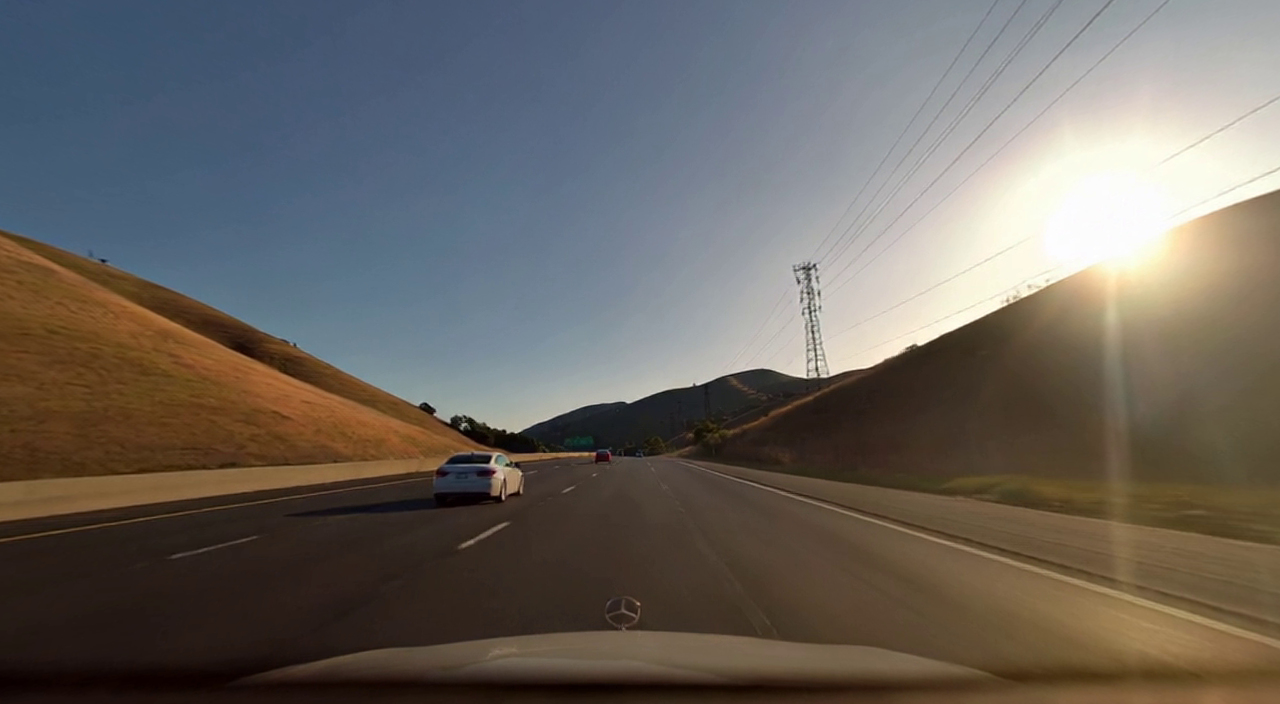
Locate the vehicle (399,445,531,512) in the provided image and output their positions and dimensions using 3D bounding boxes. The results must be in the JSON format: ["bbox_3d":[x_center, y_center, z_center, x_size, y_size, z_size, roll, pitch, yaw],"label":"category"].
[{"bbox_3d":[-4.380,3.250,16.796,2.064,1.489,4.966,0,-9,0],"label":"vehicle"}]
